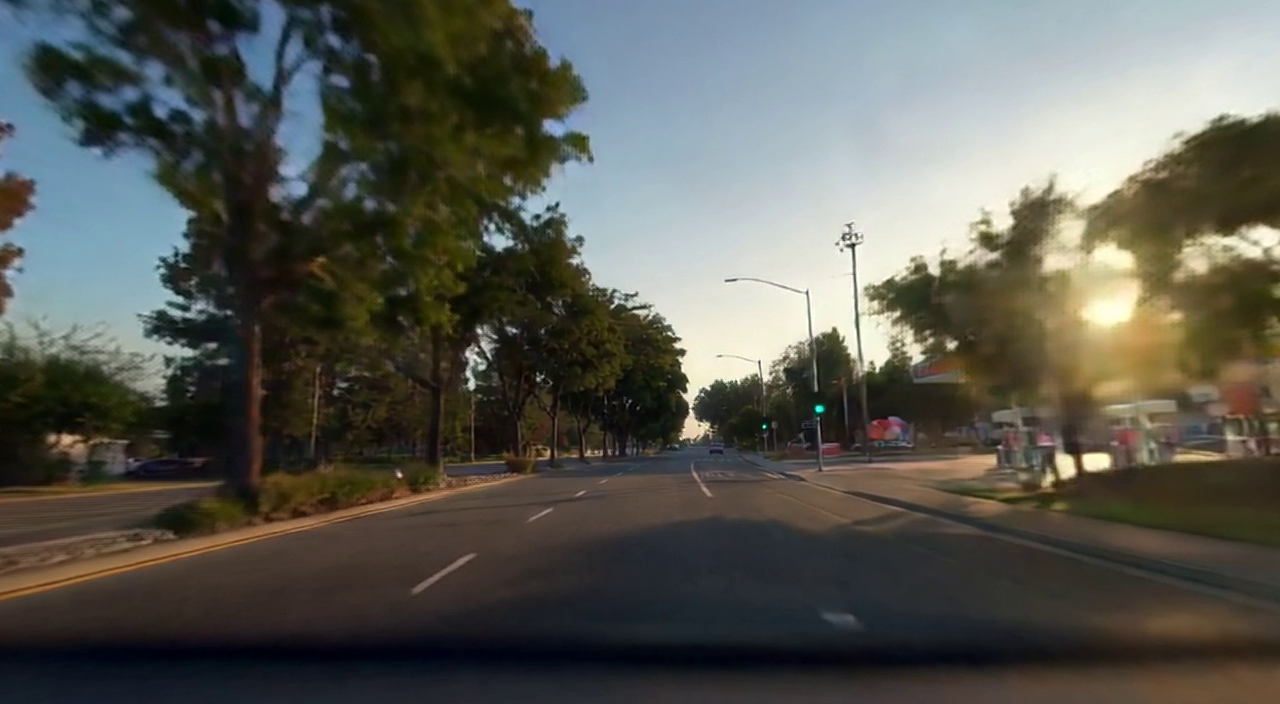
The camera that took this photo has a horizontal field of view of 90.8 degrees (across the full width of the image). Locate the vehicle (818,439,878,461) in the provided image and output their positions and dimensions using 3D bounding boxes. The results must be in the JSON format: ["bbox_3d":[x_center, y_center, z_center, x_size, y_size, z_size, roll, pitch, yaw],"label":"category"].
[{"bbox_3d":[16.175,7.677,49.093,4.744,1.475,2.008,9,-16,-38],"label":"vehicle"}]
